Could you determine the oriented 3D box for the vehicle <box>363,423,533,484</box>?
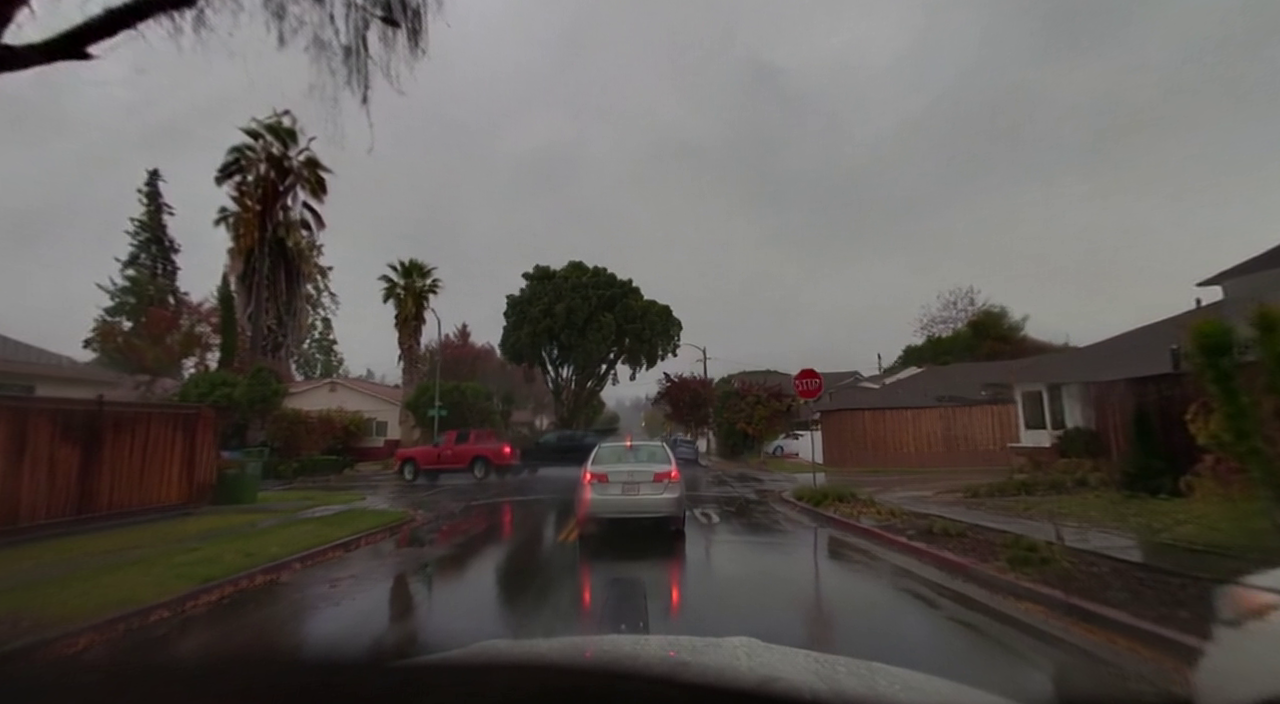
[{"bbox_3d":[-7.349,3.850,23.931,6.308,2.057,2.353,-5,-10,28],"label":"vehicle"}]

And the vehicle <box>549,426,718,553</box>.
[{"bbox_3d":[-0.084,1.959,9.627,2.010,1.499,4.107,0,-9,0],"label":"vehicle"}]

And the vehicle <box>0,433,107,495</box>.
[{"bbox_3d":[-20.810,3.727,20.680,4.603,1.858,2.191,-3,-8,2],"label":"vehicle"}]
